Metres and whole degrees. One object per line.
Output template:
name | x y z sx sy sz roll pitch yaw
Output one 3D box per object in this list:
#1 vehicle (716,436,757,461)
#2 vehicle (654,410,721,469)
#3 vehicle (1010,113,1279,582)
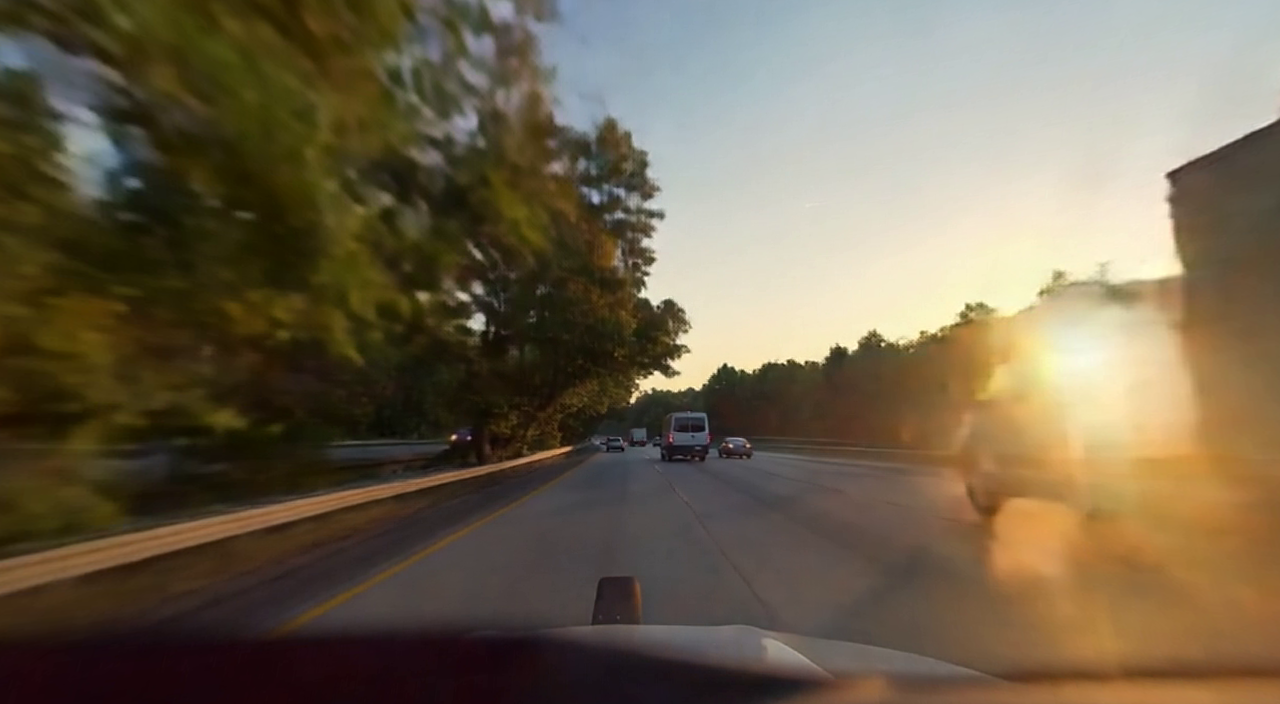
vehicle | 5.868 5.896 38.712 1.821 1.468 3.805 0 -8 -2
vehicle | 2.100 4.123 29.847 2.436 2.521 5.409 0 -8 -3
vehicle | 7.056 -0.473 2.269 2.904 4.054 14.017 0 -8 0
